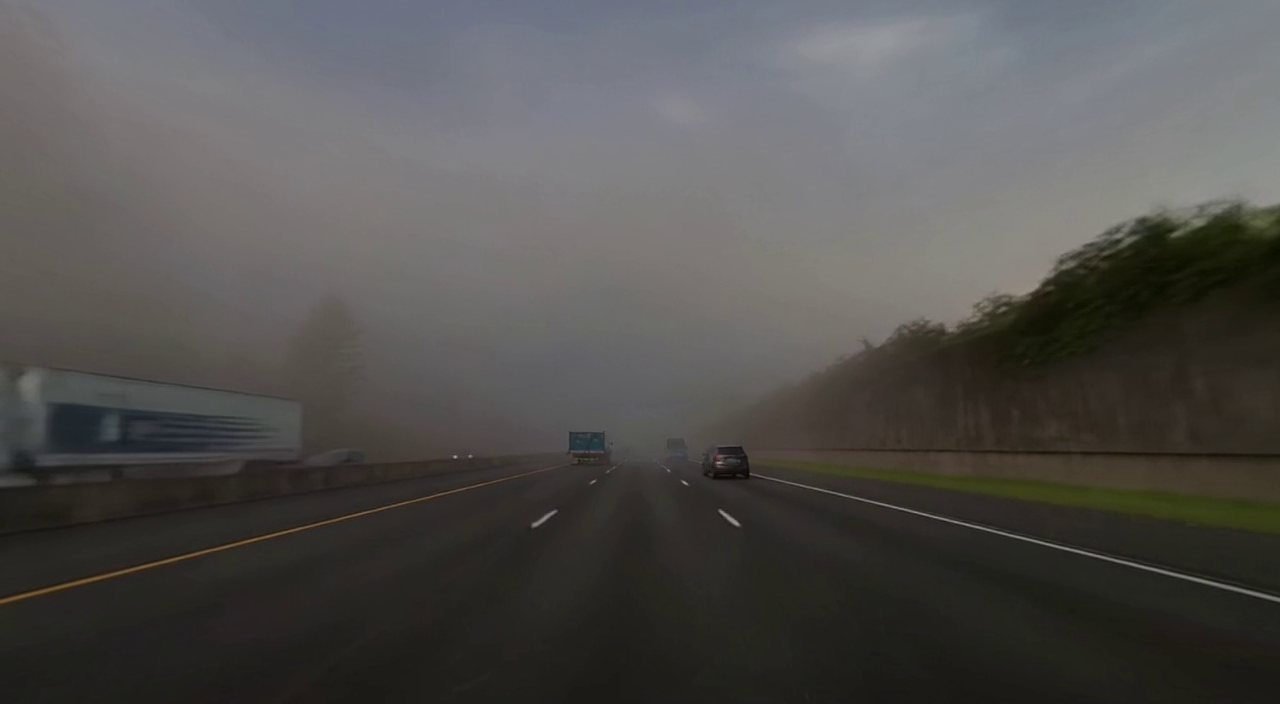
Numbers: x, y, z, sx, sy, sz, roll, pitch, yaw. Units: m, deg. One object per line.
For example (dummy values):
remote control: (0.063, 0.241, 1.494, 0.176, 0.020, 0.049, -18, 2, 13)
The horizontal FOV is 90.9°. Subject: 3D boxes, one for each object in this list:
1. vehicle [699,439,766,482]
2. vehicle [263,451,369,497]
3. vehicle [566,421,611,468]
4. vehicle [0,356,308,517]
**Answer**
vehicle: (3.560, 4.270, 25.001, 1.983, 1.545, 4.038, 0, -9, -1)
vehicle: (-11.461, 4.308, 22.613, 1.762, 1.478, 3.882, 0, -9, -1)
vehicle: (-3.732, 6.926, 46.970, 2.667, 3.195, 6.731, 0, -9, 1)
vehicle: (-18.869, 3.422, 24.168, 3.193, 4.259, 17.218, -1, -9, -1)
